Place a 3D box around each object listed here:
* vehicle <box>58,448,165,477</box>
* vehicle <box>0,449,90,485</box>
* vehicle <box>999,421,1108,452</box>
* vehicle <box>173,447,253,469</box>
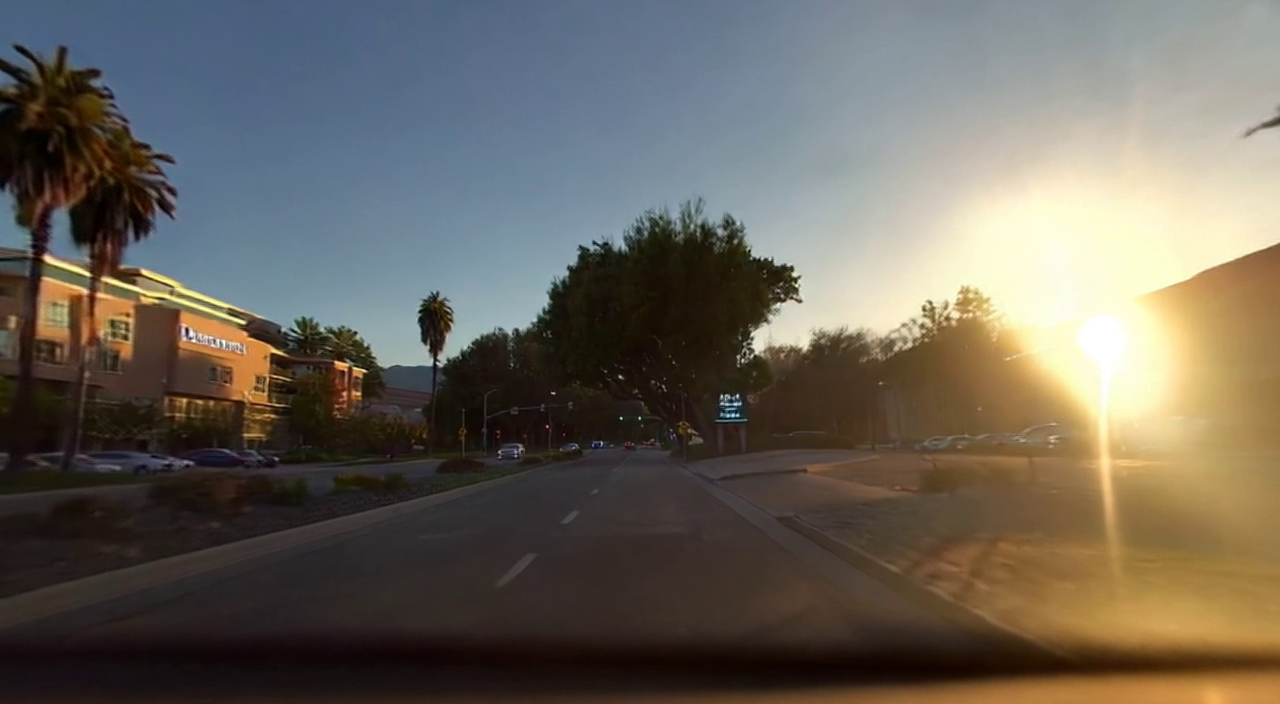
[{"bbox_3d":[-29.901,6.258,35.598,4.310,1.533,1.917,0,-8,1],"label":"vehicle"},{"bbox_3d":[-29.601,5.565,30.231,4.463,1.497,1.889,-4,-9,0],"label":"vehicle"},{"bbox_3d":[25.157,5.150,38.317,5.117,1.813,2.052,0,-8,0],"label":"vehicle"},{"bbox_3d":[-29.735,7.378,43.778,4.133,1.501,1.876,0,-8,0],"label":"vehicle"}]
